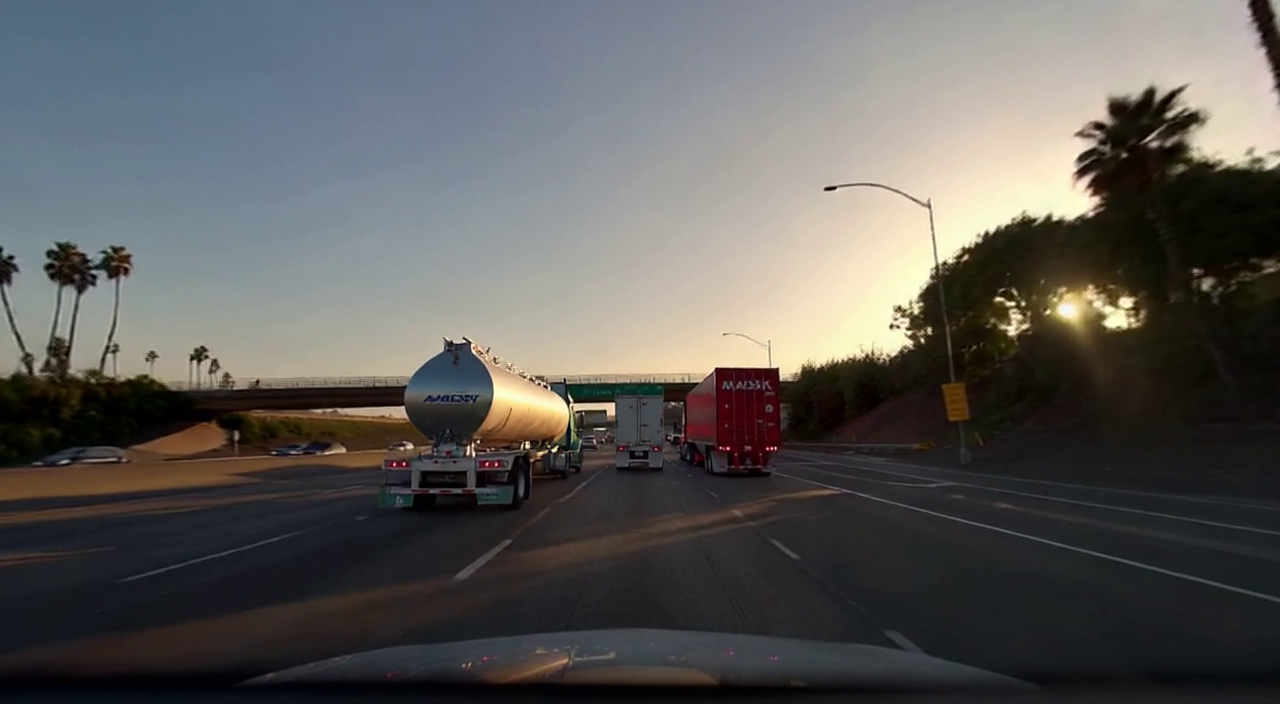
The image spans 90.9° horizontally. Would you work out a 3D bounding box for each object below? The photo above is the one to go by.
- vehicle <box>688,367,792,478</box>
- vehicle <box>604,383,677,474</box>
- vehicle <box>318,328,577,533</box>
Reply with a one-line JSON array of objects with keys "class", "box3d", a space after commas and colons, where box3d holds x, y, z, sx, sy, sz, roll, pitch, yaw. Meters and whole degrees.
[{"class": "vehicle", "box3d": [4.310, 3.681, 31.096, 2.887, 4.178, 14.553, 0, -8, 1]}, {"class": "vehicle", "box3d": [0.166, 4.523, 35.911, 3.097, 3.856, 18.209, 0, -8, 1]}, {"class": "vehicle", "box3d": [-3.560, 1.985, 15.481, 2.786, 3.228, 11.082, 0, -8, 0]}]
